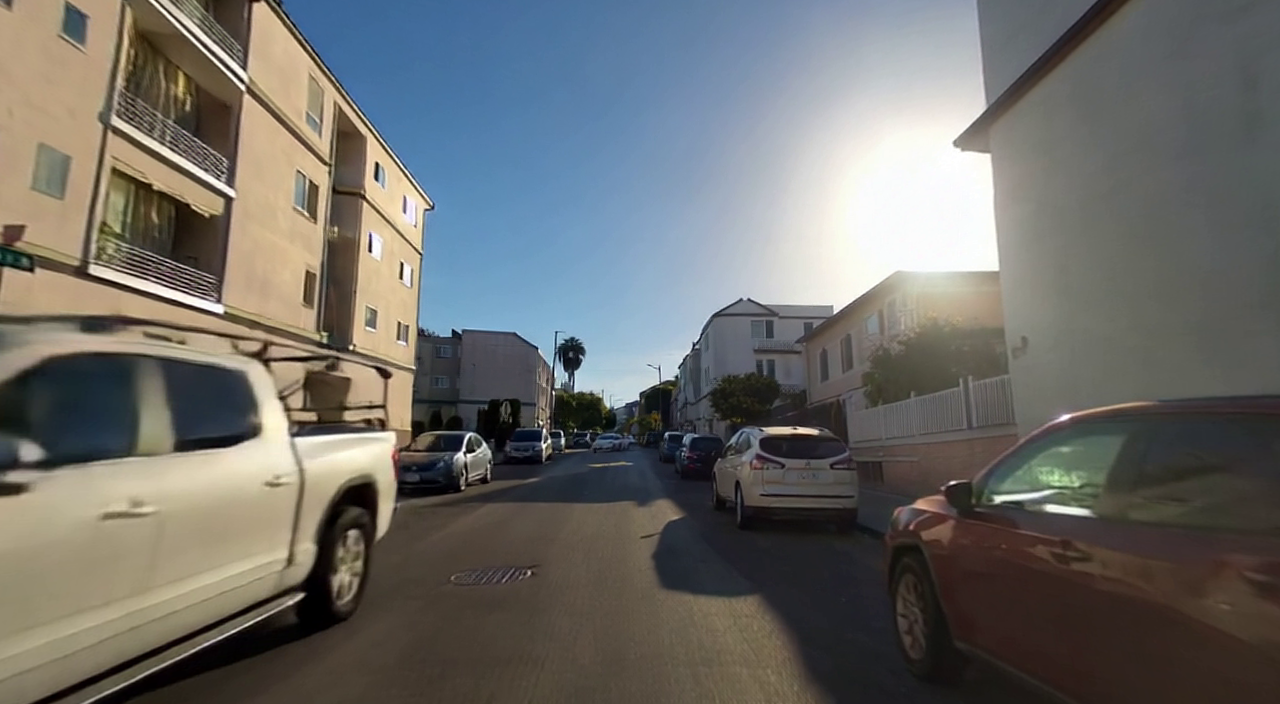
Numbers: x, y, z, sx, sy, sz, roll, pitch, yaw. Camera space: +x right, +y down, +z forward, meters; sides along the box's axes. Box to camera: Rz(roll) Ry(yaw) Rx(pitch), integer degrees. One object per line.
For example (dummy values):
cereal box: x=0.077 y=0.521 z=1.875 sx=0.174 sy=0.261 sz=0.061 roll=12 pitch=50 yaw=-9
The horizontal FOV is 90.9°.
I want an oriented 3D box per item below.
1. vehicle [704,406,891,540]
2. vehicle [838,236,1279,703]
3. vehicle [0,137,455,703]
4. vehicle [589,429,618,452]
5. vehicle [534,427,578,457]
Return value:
vehicle: x=2.203 y=1.799 z=9.996 sx=1.839 sy=1.678 sz=3.918 roll=0 pitch=-8 yaw=-2
vehicle: x=2.249 y=0.739 z=2.066 sx=1.897 sy=1.717 sz=4.028 roll=0 pitch=-8 yaw=0
vehicle: x=-2.850 y=0.619 z=2.912 sx=2.195 sy=2.103 sz=5.420 roll=0 pitch=-8 yaw=1
vehicle: x=-2.530 y=6.250 z=44.444 sx=1.845 sy=1.544 sz=3.388 roll=0 pitch=-8 yaw=-1
vehicle: x=-4.769 y=5.224 z=36.285 sx=1.872 sy=1.484 sz=3.978 roll=5 pitch=-9 yaw=1
